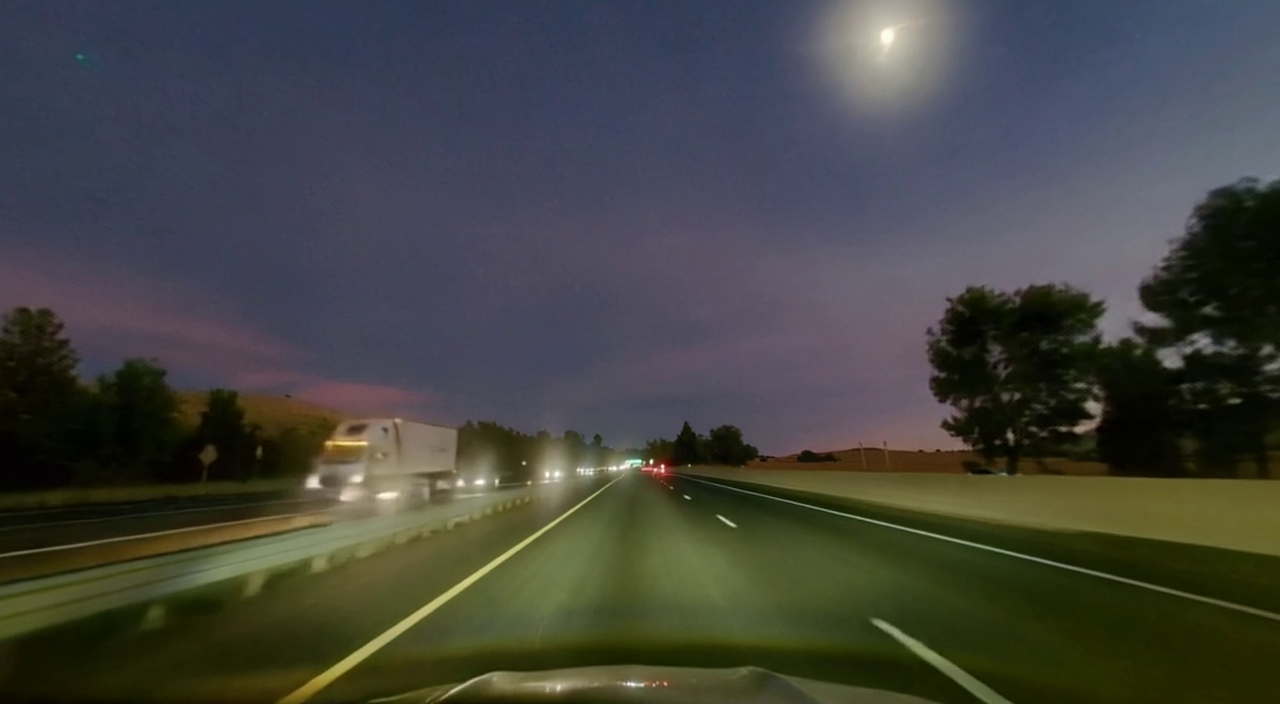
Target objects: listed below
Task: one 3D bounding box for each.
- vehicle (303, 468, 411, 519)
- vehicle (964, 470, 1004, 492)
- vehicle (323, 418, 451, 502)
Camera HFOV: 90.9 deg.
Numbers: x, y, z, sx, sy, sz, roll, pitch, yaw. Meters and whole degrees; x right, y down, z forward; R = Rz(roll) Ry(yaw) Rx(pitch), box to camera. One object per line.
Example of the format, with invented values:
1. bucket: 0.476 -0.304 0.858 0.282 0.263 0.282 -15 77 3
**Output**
1. vehicle: -8.995 4.503 20.371 1.716 1.429 3.637 1 -10 1
2. vehicle: 26.902 10.061 49.357 1.951 1.616 4.175 -3 -11 18
3. vehicle: -13.365 5.965 34.531 2.933 3.849 9.640 1 -10 0
